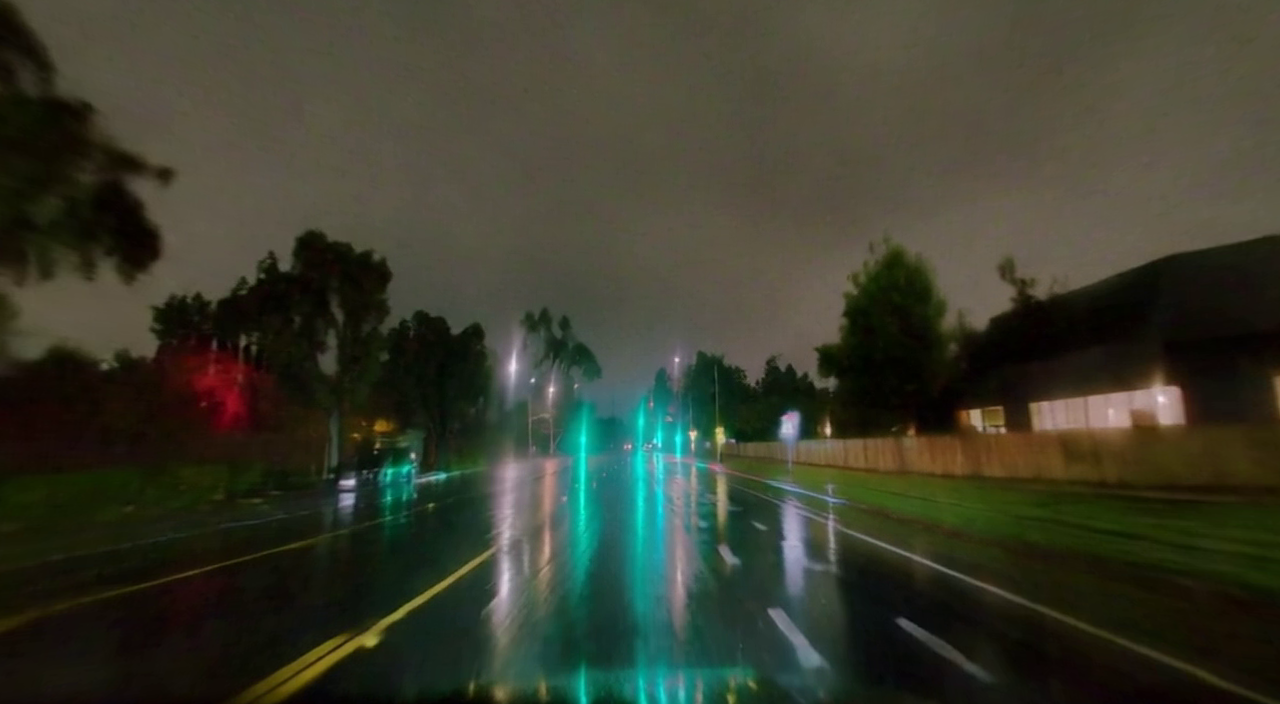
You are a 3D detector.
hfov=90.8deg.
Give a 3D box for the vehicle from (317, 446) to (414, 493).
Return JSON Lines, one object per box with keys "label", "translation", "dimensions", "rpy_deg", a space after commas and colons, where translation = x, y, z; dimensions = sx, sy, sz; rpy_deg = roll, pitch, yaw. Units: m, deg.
{"label": "vehicle", "translation": [-11.615, 5.002, 27.142], "dimensions": [2.047, 1.710, 4.473], "rpy_deg": [-3, -9, 2]}
